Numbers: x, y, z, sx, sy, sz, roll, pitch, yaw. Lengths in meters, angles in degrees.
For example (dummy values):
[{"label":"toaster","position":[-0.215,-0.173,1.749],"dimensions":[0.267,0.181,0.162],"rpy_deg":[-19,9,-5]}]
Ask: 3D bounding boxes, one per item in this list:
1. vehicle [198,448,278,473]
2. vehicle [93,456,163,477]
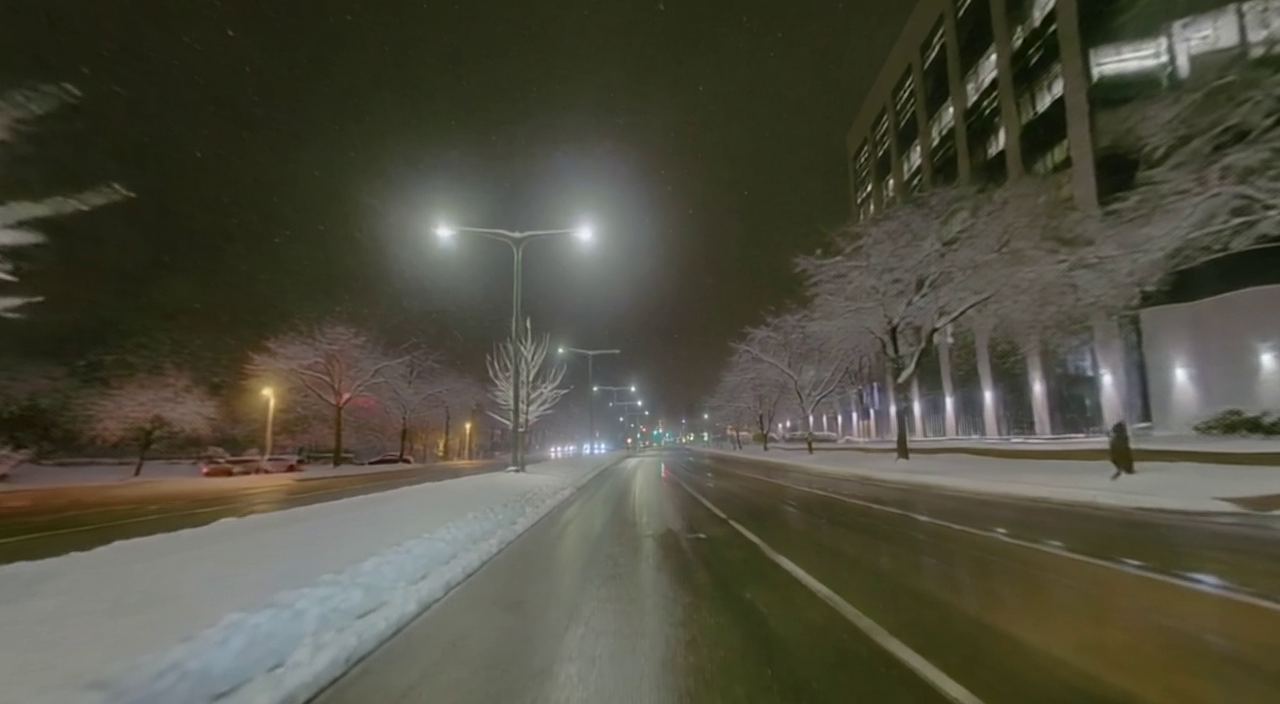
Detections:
[{"label":"vehicle","position":[-29.327,7.958,46.162],"dimensions":[4.470,1.480,1.989],"rpy_deg":[-4,-10,0]},{"label":"vehicle","position":[-40.404,9.020,49.925],"dimensions":[4.102,1.543,1.629],"rpy_deg":[0,-9,2]}]
